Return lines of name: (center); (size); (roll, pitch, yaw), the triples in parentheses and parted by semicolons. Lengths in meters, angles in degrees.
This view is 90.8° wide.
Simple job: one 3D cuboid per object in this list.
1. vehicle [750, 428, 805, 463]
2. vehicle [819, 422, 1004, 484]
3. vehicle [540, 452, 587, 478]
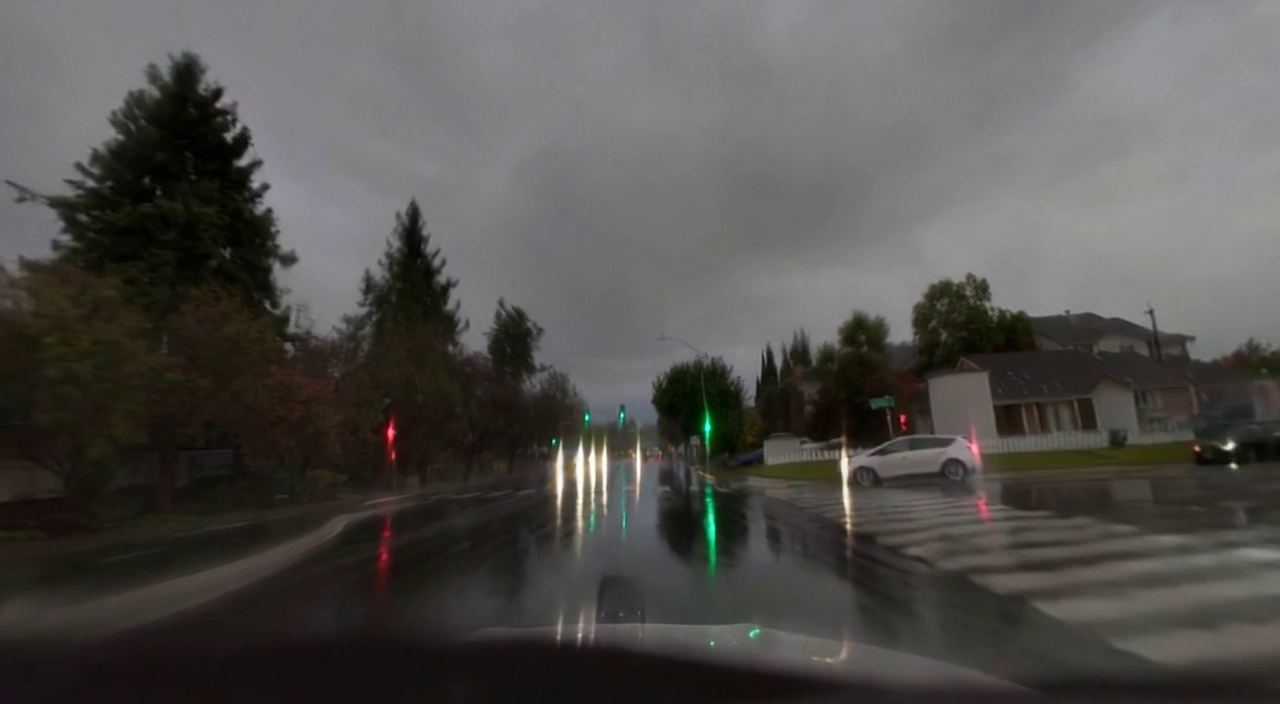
vehicle: (9.530, 6.607, 44.405); (2.649, 2.151, 6.555); (-2, -9, 3)
vehicle: (8.215, 3.156, 19.684); (4.906, 1.729, 2.414); (-3, -10, 17)
vehicle: (-4.608, 6.882, 38.789); (2.078, 1.467, 4.376); (-1, -9, 4)
